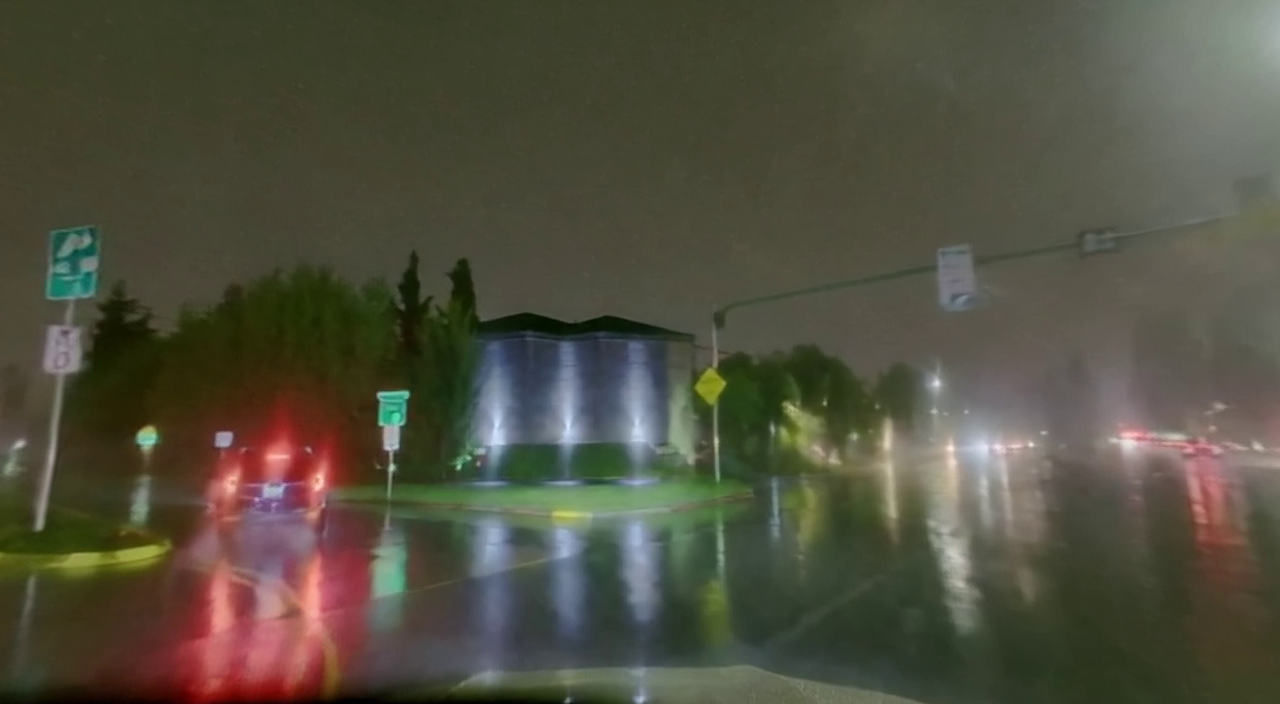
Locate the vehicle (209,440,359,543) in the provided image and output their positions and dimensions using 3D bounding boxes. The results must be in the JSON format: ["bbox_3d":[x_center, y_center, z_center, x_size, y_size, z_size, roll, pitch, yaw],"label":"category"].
[{"bbox_3d":[-6.668,2.443,11.634,2.014,1.525,3.670,5,-10,-33],"label":"vehicle"}]
